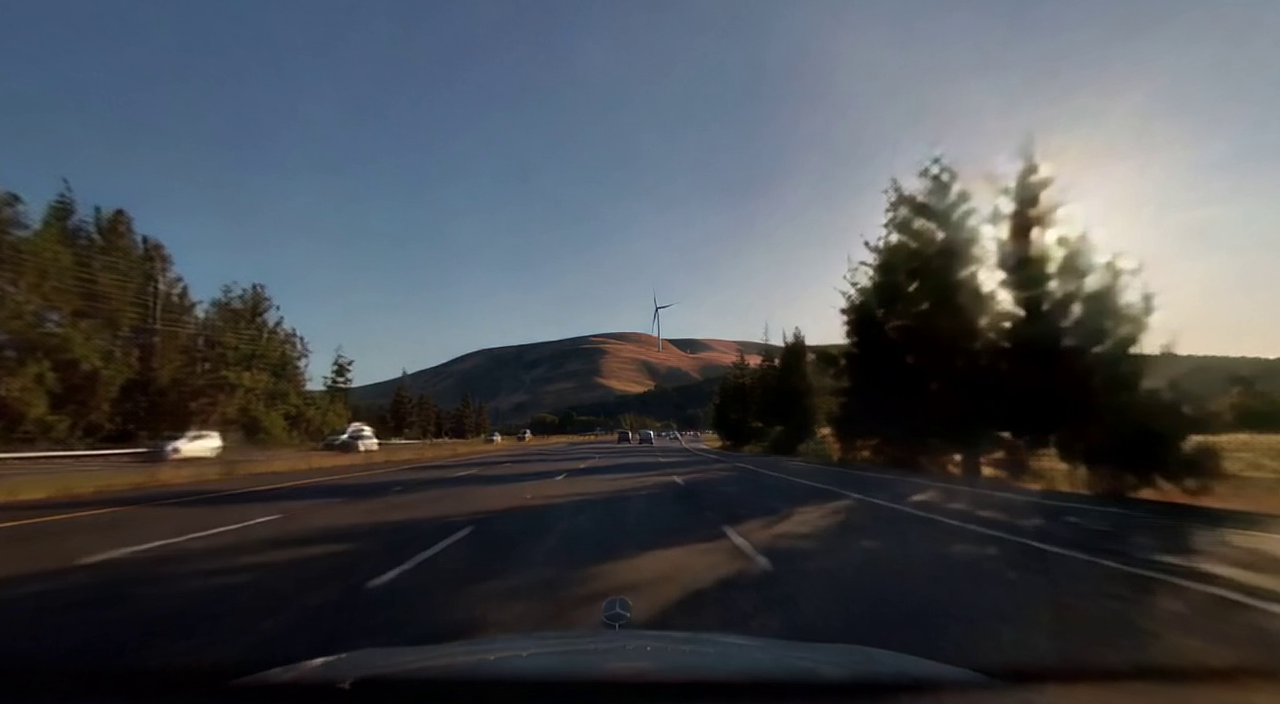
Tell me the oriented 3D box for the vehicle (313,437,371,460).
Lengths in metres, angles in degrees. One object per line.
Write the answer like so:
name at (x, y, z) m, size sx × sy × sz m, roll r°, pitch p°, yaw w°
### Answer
vehicle at (-19.992, 6.455, 42.417) m, size 1.875 × 1.456 × 4.044 m, roll 0°, pitch -8°, yaw 1°

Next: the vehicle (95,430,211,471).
vehicle at (-23.898, 4.827, 31.172) m, size 2.006 × 1.838 × 4.631 m, roll 0°, pitch -8°, yaw 0°
